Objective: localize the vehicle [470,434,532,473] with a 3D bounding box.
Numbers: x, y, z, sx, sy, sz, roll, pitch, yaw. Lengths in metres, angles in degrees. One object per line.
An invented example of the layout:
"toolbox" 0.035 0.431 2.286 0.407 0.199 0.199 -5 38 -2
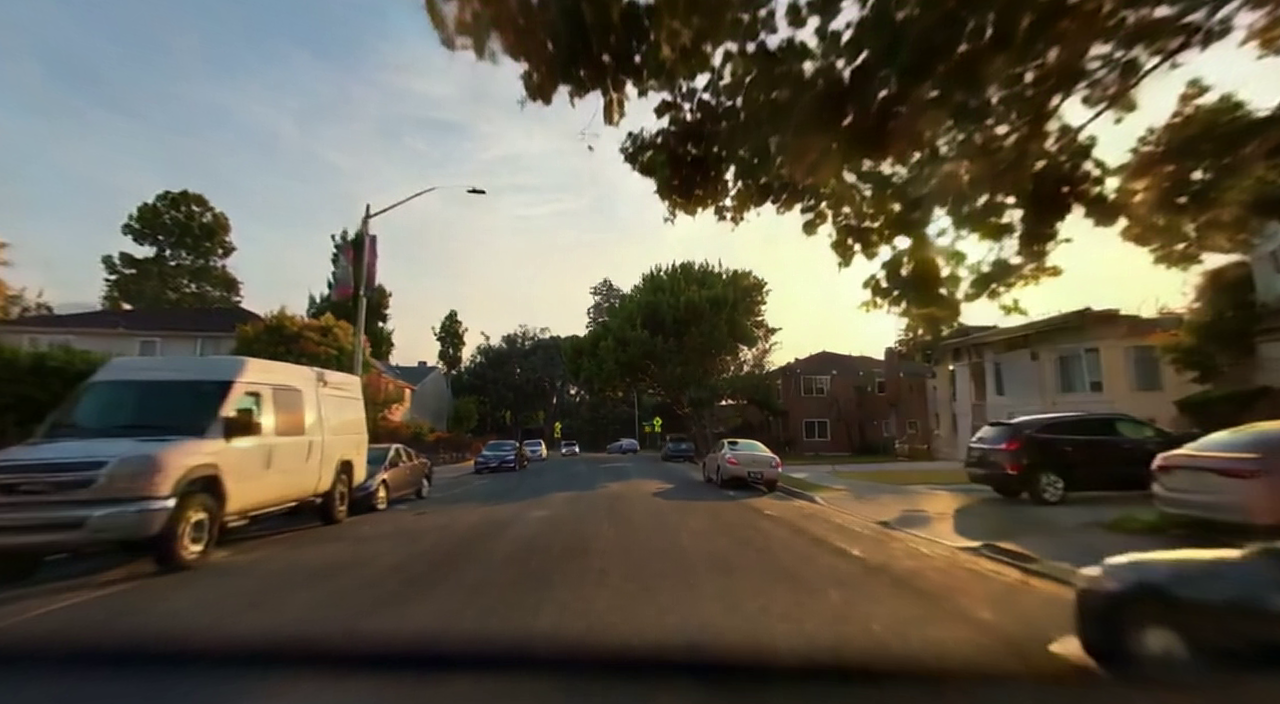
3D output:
"vehicle" -6.182 4.543 28.724 1.972 1.502 5.530 0 -7 -4

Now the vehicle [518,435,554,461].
"vehicle" -6.786 6.308 41.547 1.842 1.540 3.704 0 -7 -2

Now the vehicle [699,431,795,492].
"vehicle" 3.012 3.166 18.860 1.875 1.568 4.899 1 -7 -2

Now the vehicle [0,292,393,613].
"vehicle" -5.514 1.213 8.266 2.270 2.706 5.871 0 -8 -2

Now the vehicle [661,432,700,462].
"vehicle" 2.326 5.606 37.302 1.997 1.663 4.544 0 -8 -1

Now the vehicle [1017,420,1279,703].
"vehicle" 3.600 0.943 1.828 1.972 1.492 4.506 1 -7 -5
